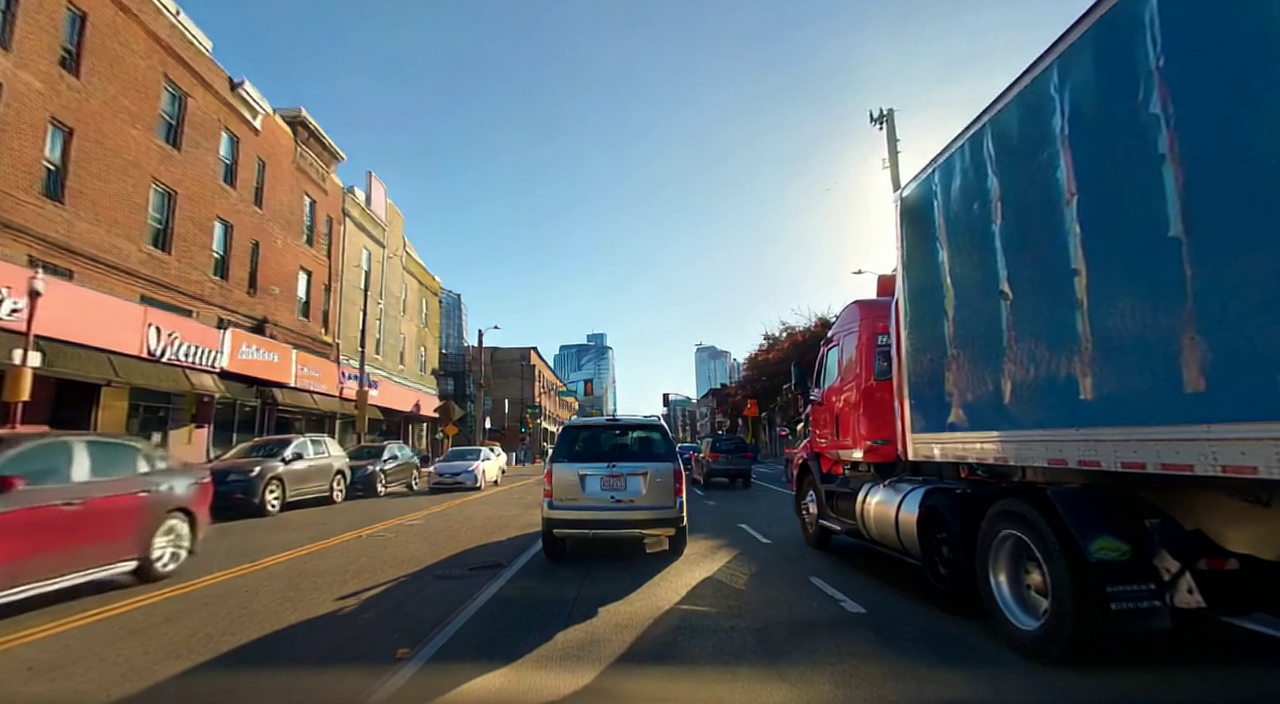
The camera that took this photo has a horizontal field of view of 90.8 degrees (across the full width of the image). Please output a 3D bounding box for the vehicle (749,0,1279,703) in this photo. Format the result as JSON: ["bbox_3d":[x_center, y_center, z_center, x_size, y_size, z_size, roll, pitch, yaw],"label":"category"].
[{"bbox_3d":[2.910,0.023,3.208,2.913,3.771,9.716,0,-8,0],"label":"vehicle"}]

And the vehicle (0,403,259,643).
[{"bbox_3d":[-5.700,1.426,5.656,1.960,1.736,4.255,-1,-8,-1],"label":"vehicle"}]

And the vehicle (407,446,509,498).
[{"bbox_3d":[-5.717,3.798,20.476,1.997,1.467,4.373,-1,-8,0],"label":"vehicle"}]

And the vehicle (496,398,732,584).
[{"bbox_3d":[-0.247,1.684,8.468,2.283,1.783,4.548,0,-8,0],"label":"vehicle"}]
